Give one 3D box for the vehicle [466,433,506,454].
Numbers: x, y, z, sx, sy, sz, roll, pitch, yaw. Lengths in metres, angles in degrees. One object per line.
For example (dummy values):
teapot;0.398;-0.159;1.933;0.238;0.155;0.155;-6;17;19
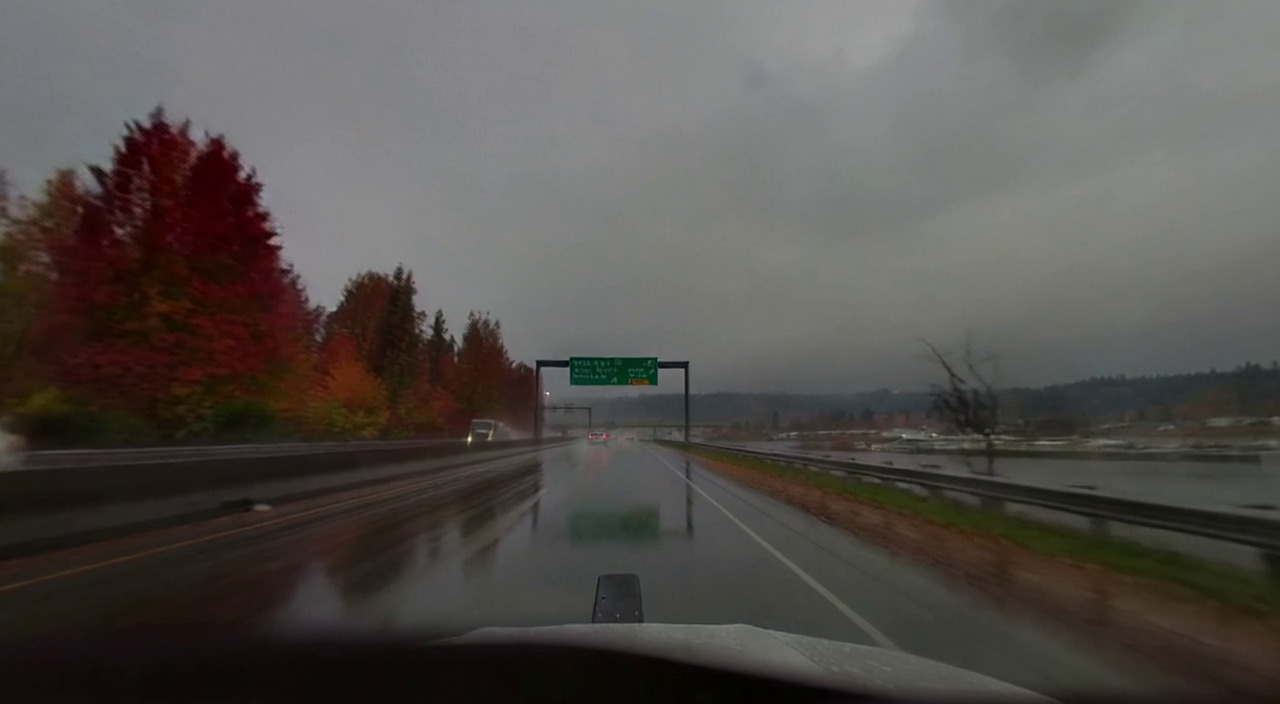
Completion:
vehicle;-12.060;7.190;49.420;2.019;1.587;4.564;0;-8;0
